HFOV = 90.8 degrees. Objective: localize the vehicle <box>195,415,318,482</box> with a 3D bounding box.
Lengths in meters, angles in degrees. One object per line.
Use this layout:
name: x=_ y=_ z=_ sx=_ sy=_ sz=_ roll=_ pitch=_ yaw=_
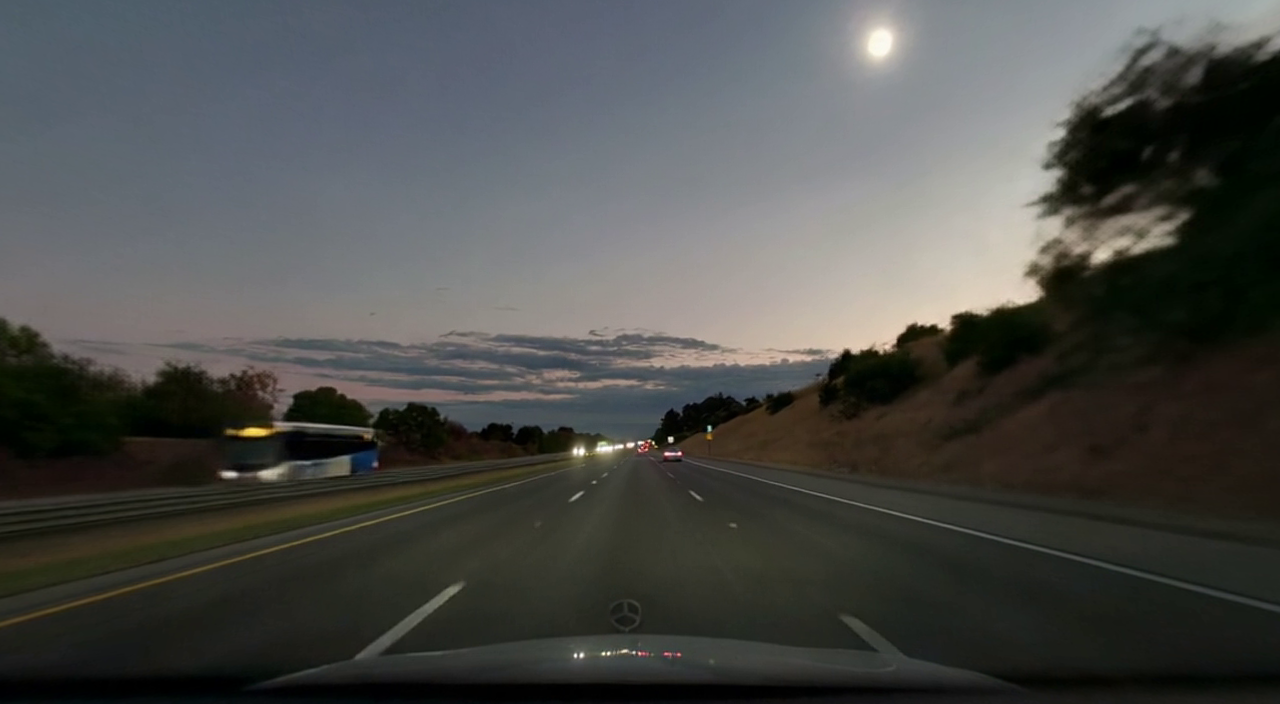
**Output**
vehicle: x=-20.752 y=5.277 z=34.610 sx=2.938 sy=3.294 sz=5.899 roll=0 pitch=-9 yaw=0
